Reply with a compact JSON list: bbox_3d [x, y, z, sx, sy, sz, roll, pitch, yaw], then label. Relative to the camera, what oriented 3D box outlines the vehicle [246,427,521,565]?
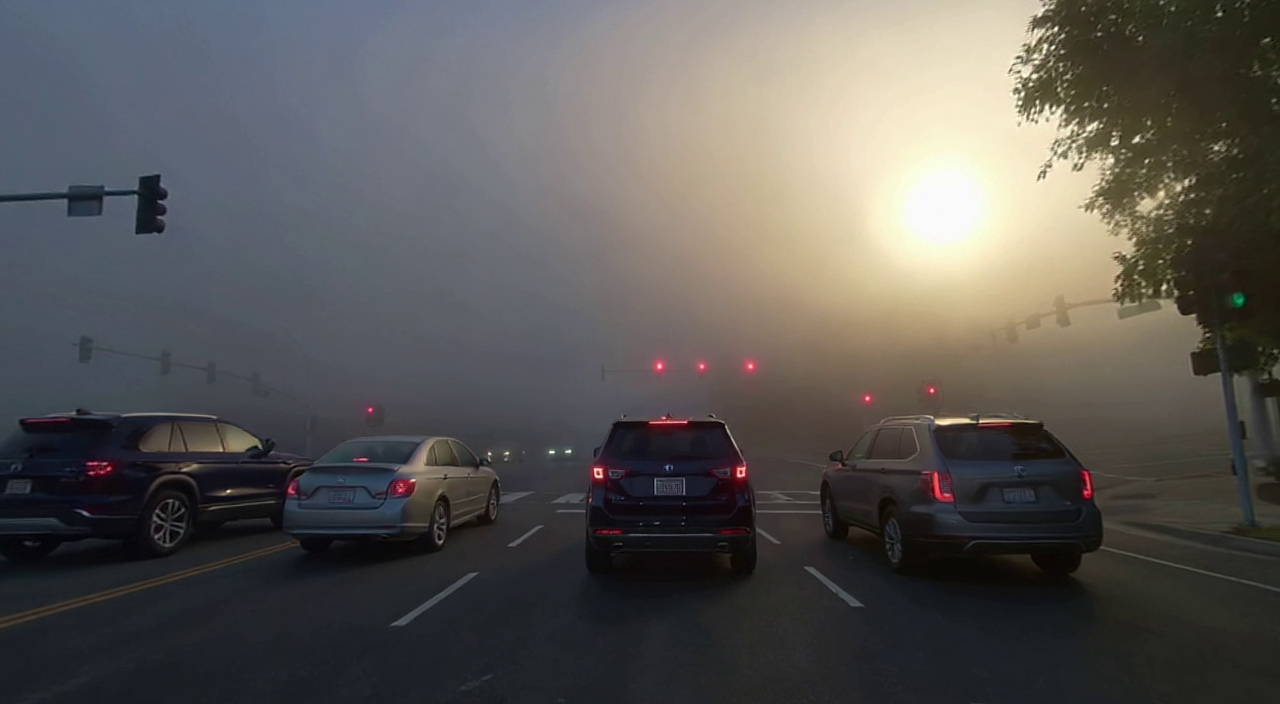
[{"bbox_3d":[-3.238,1.891,9.114,1.885,1.475,4.359,-1,-8,4],"label":"vehicle"}]

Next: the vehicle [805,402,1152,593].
[{"bbox_3d":[3.529,1.594,7.779,2.047,1.638,4.395,-1,-8,4],"label":"vehicle"}]

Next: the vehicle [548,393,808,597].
[{"bbox_3d":[0.393,1.522,7.522,2.198,1.708,4.170,0,-8,2],"label":"vehicle"}]

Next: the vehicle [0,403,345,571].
[{"bbox_3d":[-6.641,1.819,9.299,2.075,1.796,4.785,0,-8,2],"label":"vehicle"}]
